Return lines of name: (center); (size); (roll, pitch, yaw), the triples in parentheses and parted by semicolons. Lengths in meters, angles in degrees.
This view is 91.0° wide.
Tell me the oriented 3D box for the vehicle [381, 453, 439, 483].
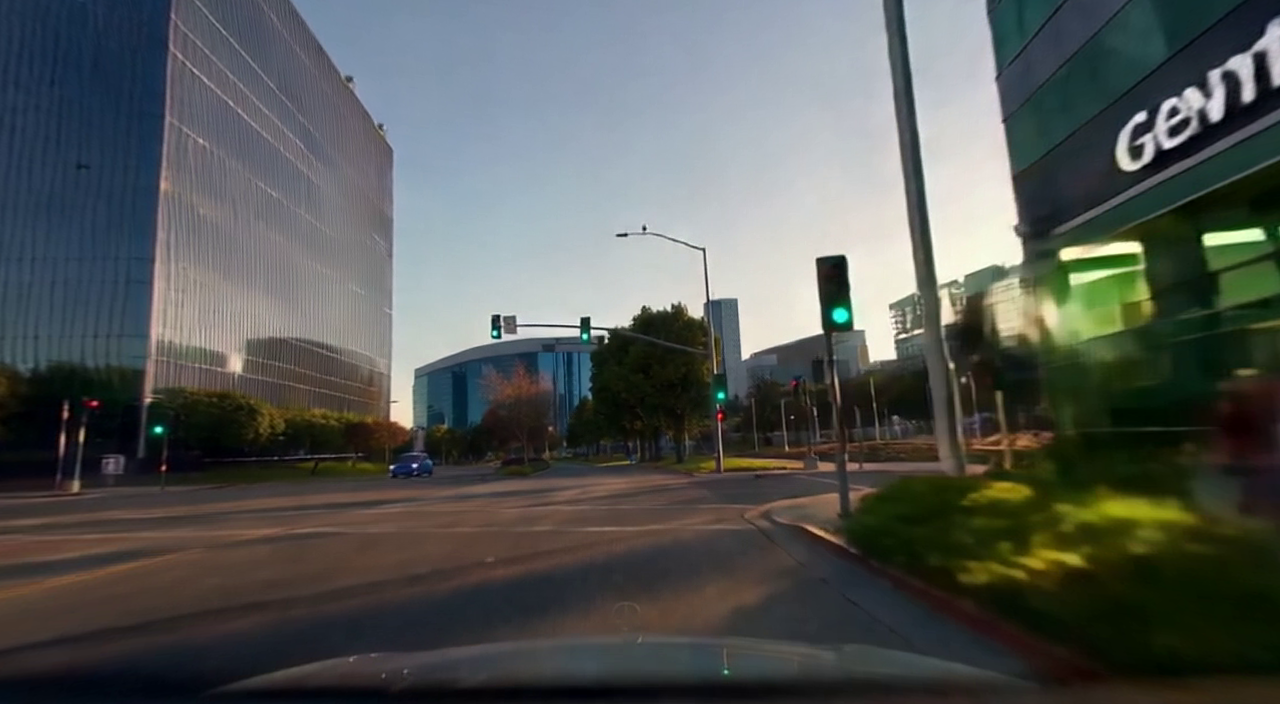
vehicle: (-12.866, 6.486, 35.551); (1.906, 1.502, 4.396); (1, -9, -5)
